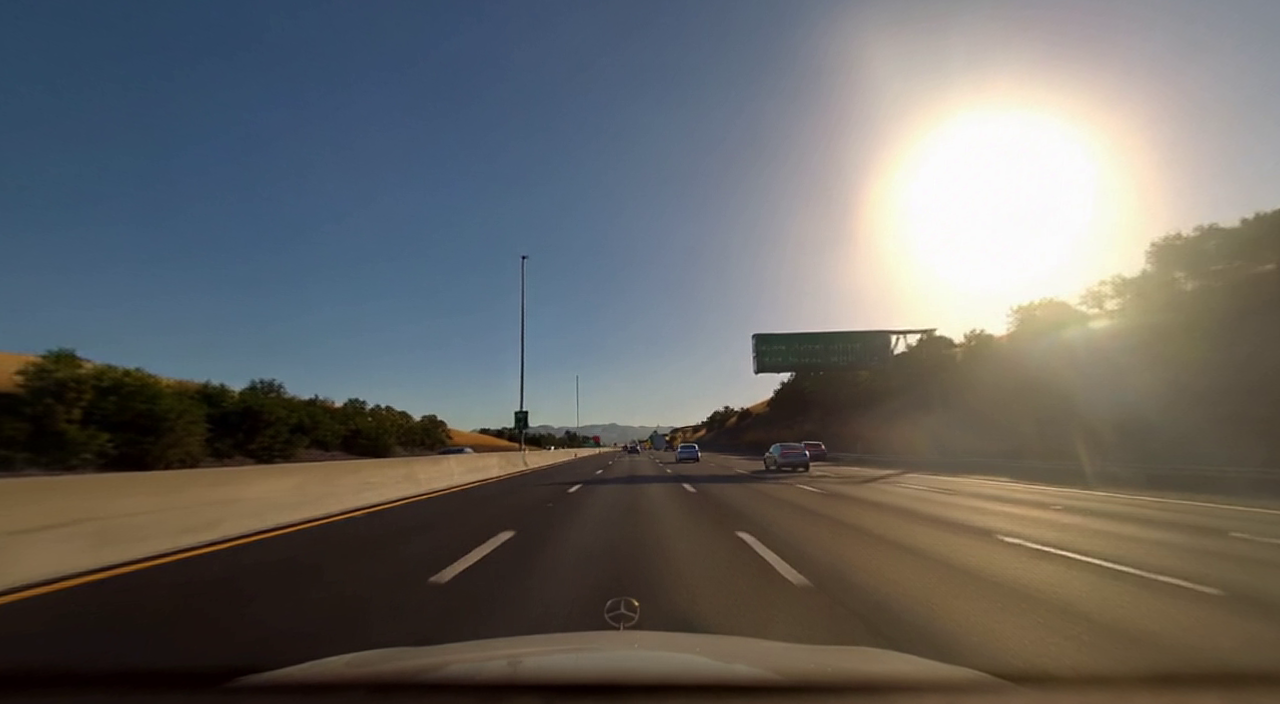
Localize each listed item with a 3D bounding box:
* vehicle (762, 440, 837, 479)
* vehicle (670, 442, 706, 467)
[{"bbox_3d":[6.601,4.491,26.639,2.038,1.528,3.910,0,-9,-2],"label":"vehicle"},{"bbox_3d":[3.226,6.998,43.249,2.056,1.553,4.320,0,-9,-1],"label":"vehicle"}]
